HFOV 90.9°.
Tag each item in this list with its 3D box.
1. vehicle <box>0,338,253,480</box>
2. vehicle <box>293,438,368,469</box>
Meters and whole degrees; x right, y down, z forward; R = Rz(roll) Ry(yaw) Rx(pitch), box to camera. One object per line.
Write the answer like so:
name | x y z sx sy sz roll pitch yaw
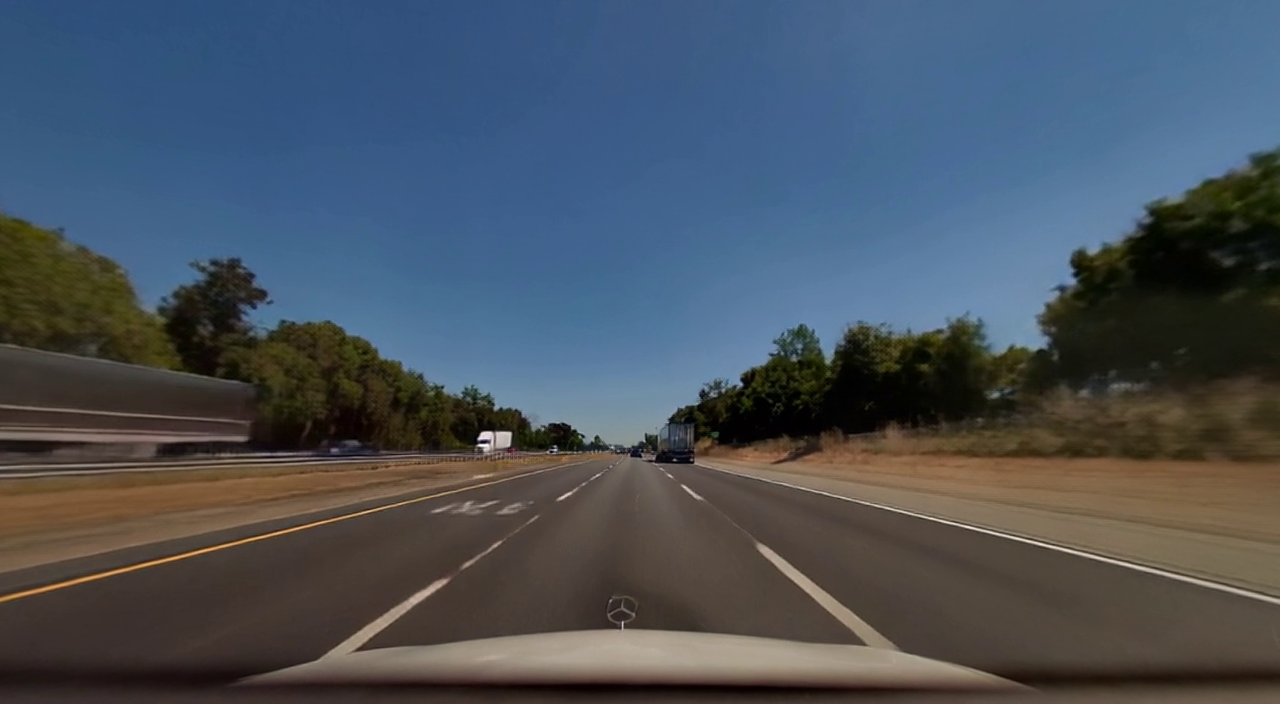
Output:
vehicle | -19.994 2.409 23.031 2.891 4.057 14.014 0 -9 0
vehicle | -15.777 5.206 32.315 1.836 1.465 4.012 0 -9 -1
